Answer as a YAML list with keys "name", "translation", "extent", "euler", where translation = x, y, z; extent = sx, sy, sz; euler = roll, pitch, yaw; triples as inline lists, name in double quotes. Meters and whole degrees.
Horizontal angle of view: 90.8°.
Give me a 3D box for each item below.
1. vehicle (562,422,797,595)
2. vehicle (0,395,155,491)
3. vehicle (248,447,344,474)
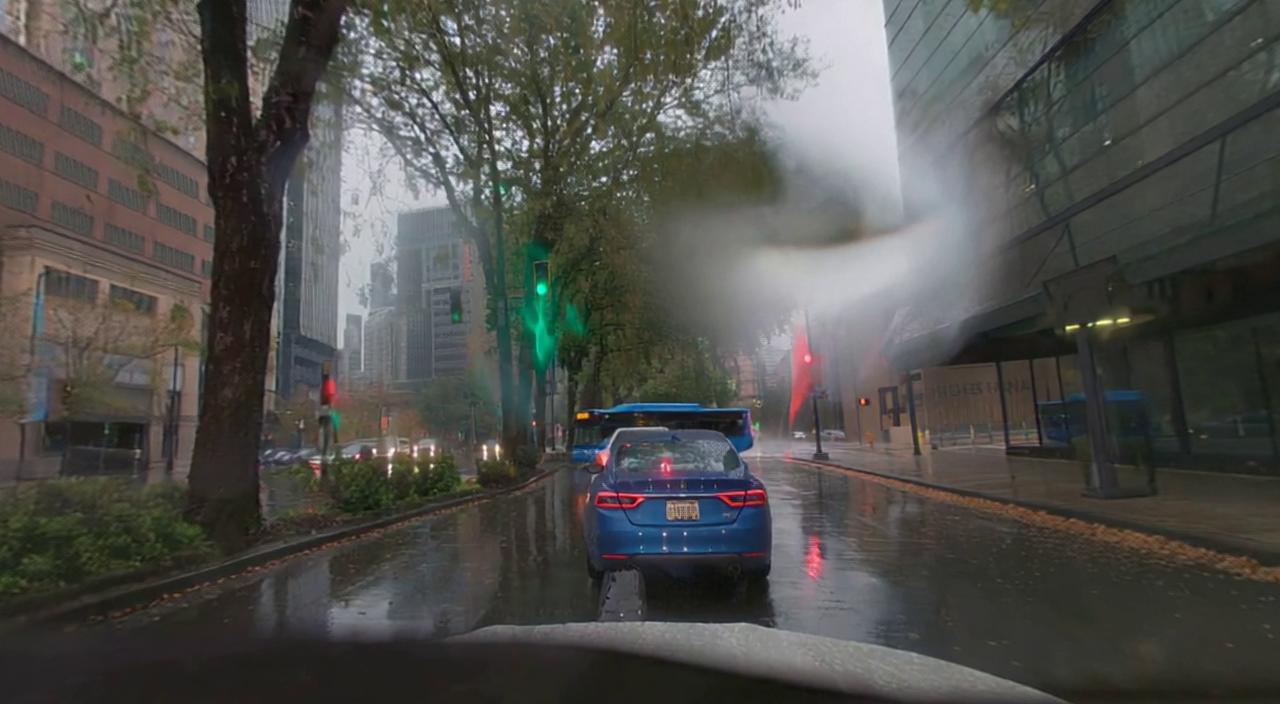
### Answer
- name: "vehicle"
  translation: [0.372, 1.629, 7.392]
  extent: [2.006, 1.470, 3.799]
  euler: [0, -8, 1]
- name: "vehicle"
  translation: [-25.952, 3.650, 25.329]
  extent: [2.692, 3.685, 10.153]
  euler: [-3, -9, 20]
- name: "vehicle"
  translation: [-20.328, 6.383, 37.602]
  extent: [1.883, 1.461, 4.830]
  euler: [-4, -9, 23]
